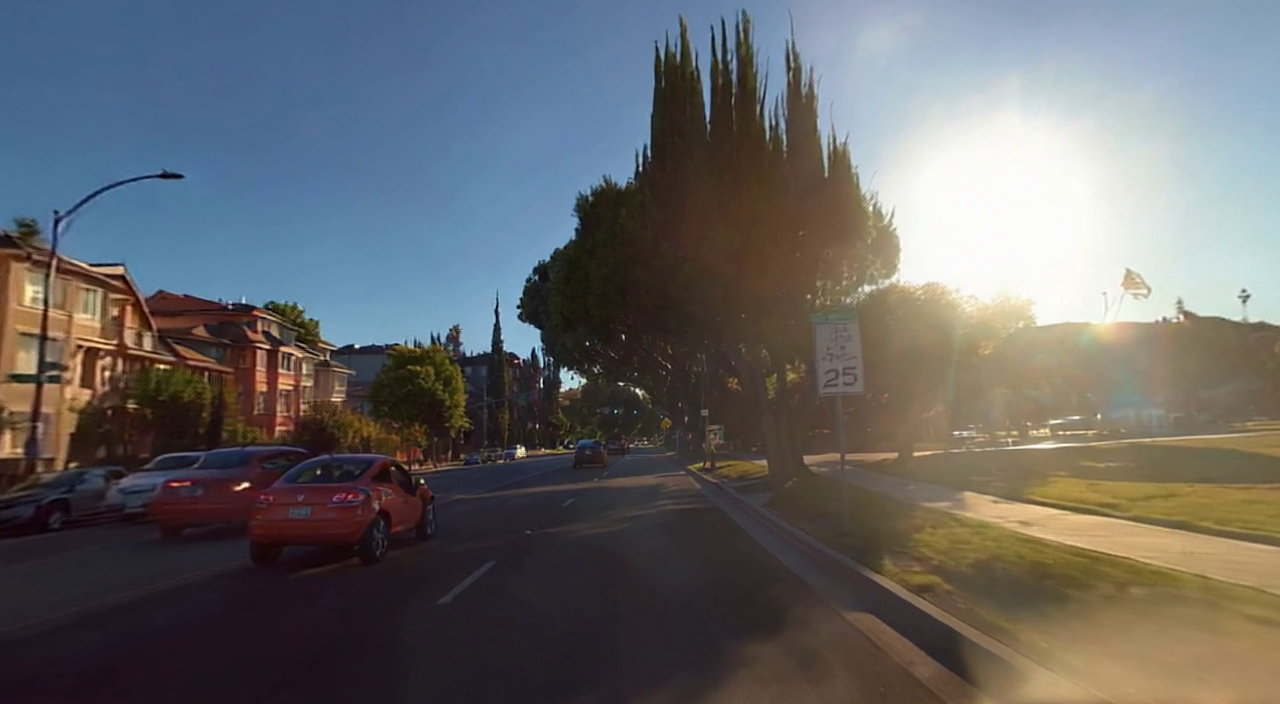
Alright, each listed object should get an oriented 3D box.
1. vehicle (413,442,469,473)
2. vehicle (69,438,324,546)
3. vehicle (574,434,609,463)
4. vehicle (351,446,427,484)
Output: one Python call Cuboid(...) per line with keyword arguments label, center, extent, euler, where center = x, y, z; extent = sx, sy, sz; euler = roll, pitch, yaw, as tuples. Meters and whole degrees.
Cuboid(label="vehicle", center=(-12.390, 6.594, 39.431), extent=(2.066, 1.785, 4.608), euler=(0, -9, 0))
Cuboid(label="vehicle", center=(-9.174, 2.868, 13.687), extent=(2.019, 1.907, 4.697), euler=(0, -9, 1))
Cuboid(label="vehicle", center=(-3.112, 6.313, 41.168), extent=(1.908, 1.809, 4.230), euler=(0, -8, 1))
Cuboid(label="vehicle", center=(-12.441, 5.593, 31.481), extent=(2.106, 1.701, 4.629), euler=(0, -8, -4))
